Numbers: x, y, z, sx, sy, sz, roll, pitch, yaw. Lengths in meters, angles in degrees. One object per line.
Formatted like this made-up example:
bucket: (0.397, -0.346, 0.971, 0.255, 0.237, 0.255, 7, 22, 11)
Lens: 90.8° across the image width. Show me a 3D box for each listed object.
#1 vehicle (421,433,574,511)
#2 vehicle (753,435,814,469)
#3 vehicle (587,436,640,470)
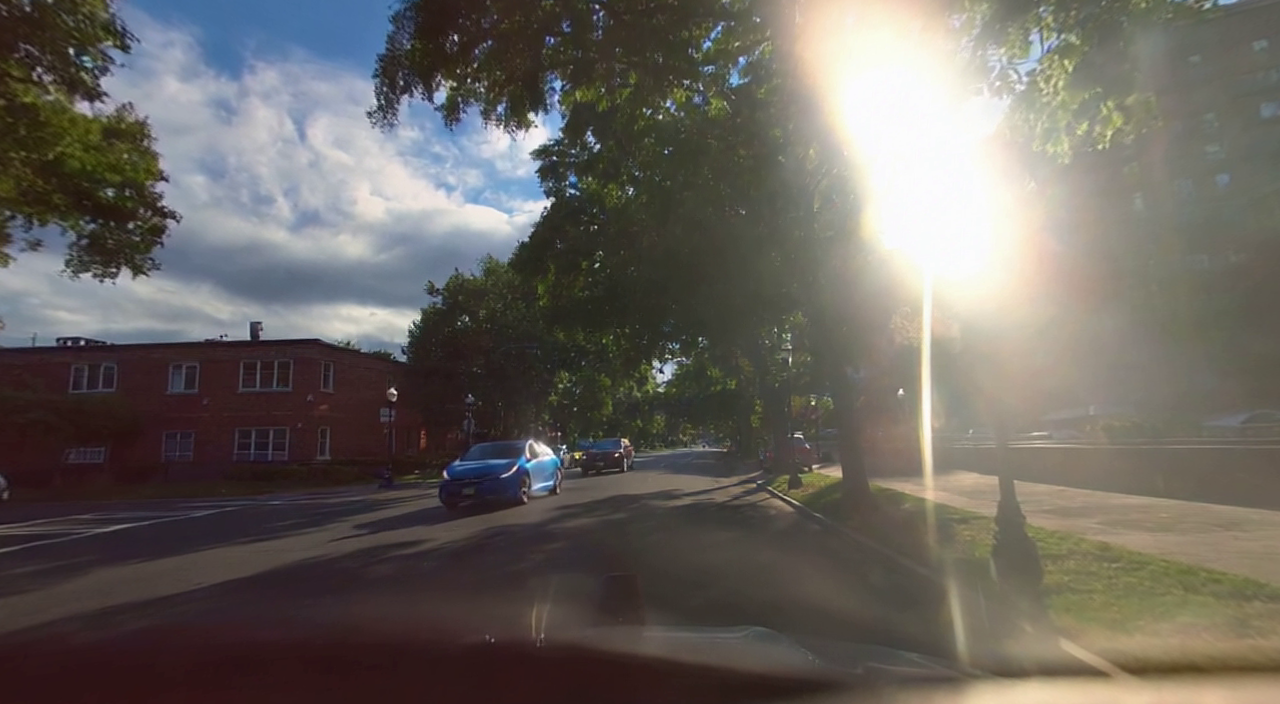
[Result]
vehicle: (-3.045, 2.699, 14.701, 2.056, 1.508, 4.596, -1, -9, 6)
vehicle: (6.669, 4.716, 29.897, 1.918, 1.461, 4.419, 0, -8, 1)
vehicle: (-1.328, 5.372, 33.701, 2.110, 1.651, 4.410, -1, -9, 7)
